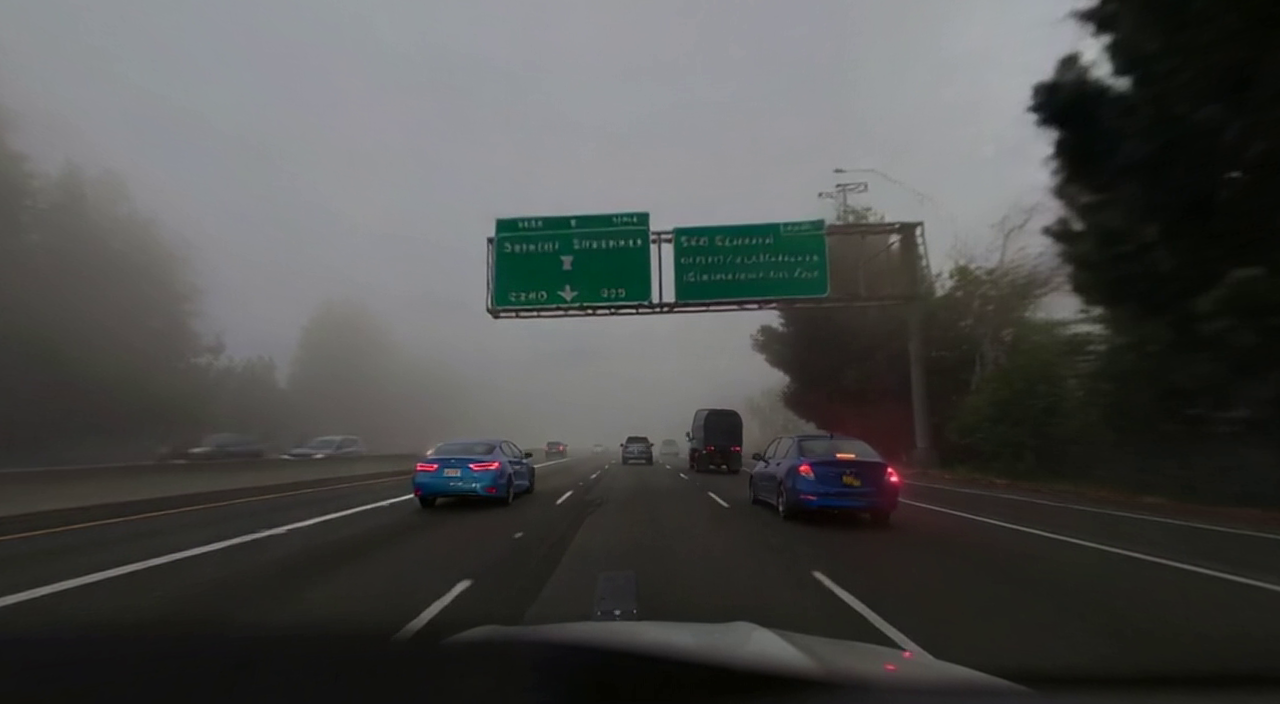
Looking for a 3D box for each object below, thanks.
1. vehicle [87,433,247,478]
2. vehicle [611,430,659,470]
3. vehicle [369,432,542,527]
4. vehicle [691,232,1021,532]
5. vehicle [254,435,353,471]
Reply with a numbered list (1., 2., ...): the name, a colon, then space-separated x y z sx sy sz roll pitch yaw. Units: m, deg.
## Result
1. vehicle: -20.108 4.434 27.383 2.356 1.717 6.037 0 -9 -1
2. vehicle: -0.259 4.827 31.304 2.203 1.805 4.358 0 -9 0
3. vehicle: -3.141 2.264 11.863 1.864 1.406 4.544 0 -9 0
4. vehicle: 3.467 1.448 16.072 2.876 4.086 15.117 0 -9 -1
5. vehicle: -16.865 5.103 32.047 2.137 1.629 5.334 0 -9 0
